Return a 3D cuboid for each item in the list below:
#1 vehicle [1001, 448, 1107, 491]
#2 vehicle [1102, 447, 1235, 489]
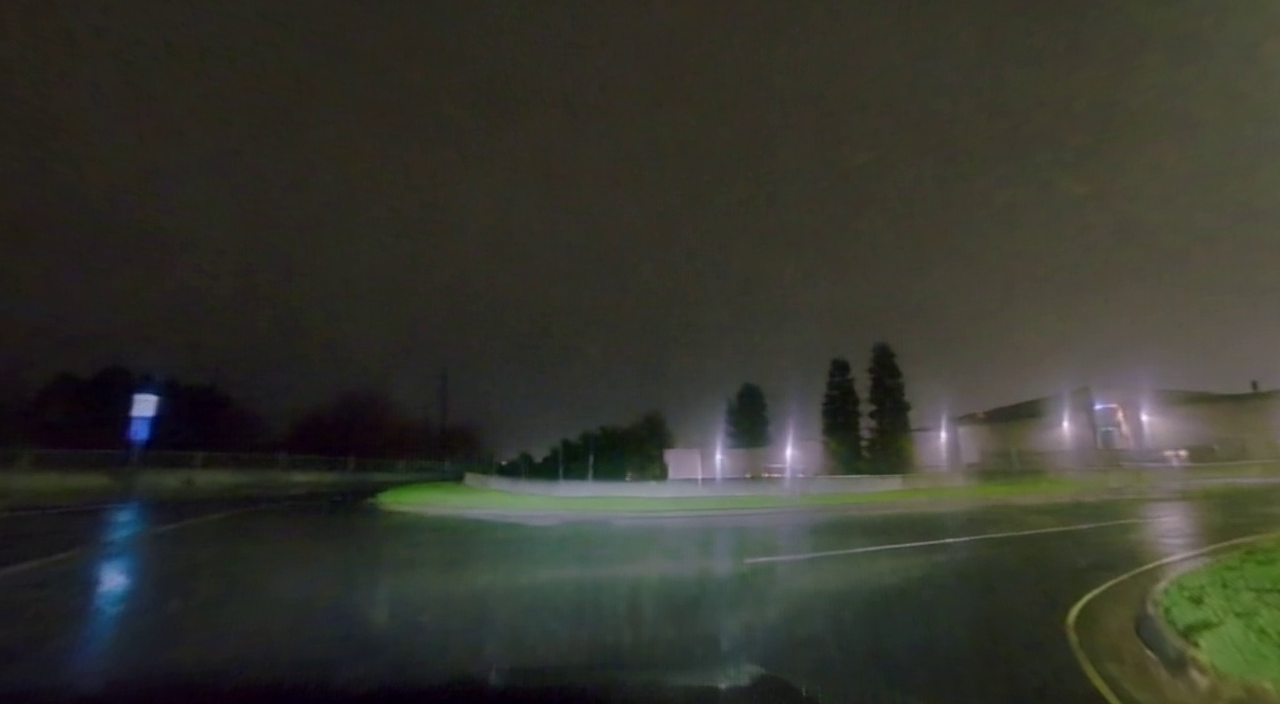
[{"bbox_3d":[17.247,4.975,26.515,1.944,1.608,3.715,1,-12,1],"label":"vehicle"},{"bbox_3d":[20.785,4.631,25.020,1.833,1.490,3.705,2,-11,-5],"label":"vehicle"}]
